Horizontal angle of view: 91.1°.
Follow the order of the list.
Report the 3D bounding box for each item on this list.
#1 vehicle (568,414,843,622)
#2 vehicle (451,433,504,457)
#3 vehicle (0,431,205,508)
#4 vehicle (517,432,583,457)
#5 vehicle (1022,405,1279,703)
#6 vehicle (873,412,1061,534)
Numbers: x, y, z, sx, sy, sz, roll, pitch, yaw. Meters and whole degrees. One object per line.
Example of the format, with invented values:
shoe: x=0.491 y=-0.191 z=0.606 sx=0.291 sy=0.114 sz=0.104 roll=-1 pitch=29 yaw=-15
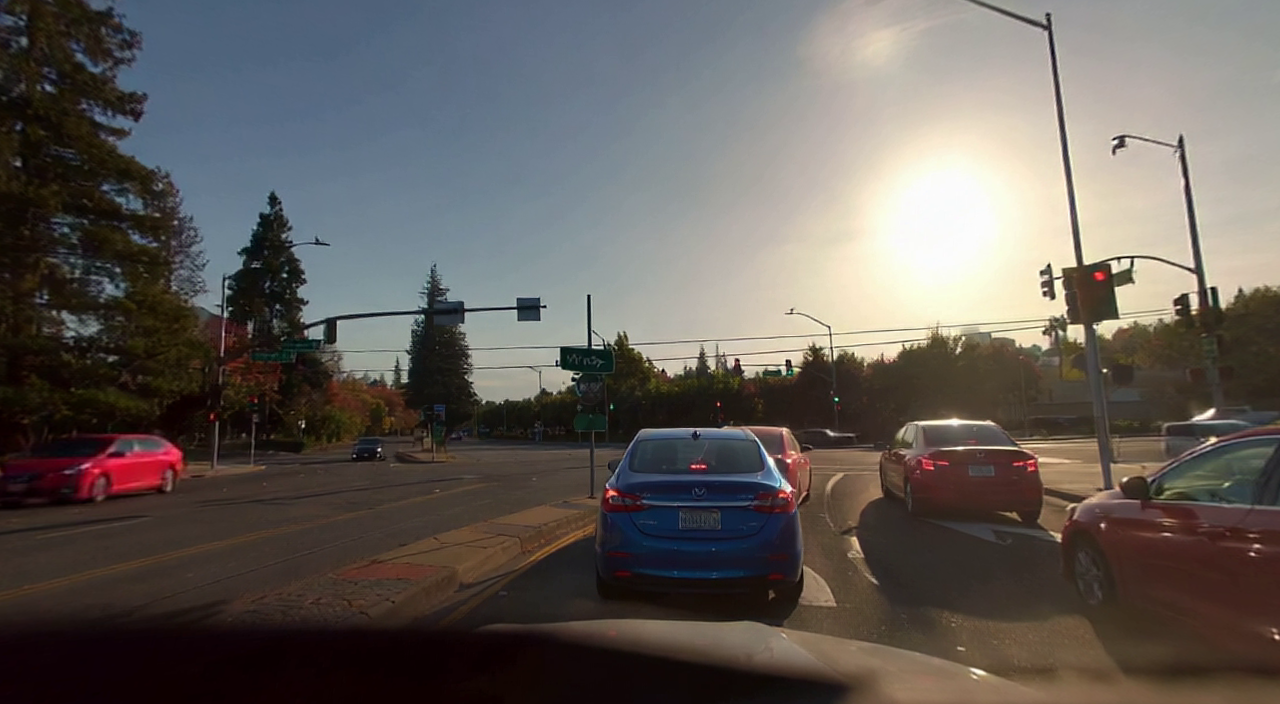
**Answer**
vehicle: x=0.844 y=1.500 z=6.694 sx=2.052 sy=1.483 sz=3.928 roll=-2 pitch=-8 yaw=12
vehicle: x=-12.511 y=7.123 z=48.186 sx=1.972 sy=1.705 sz=4.457 roll=8 pitch=-11 yaw=-44
vehicle: x=-12.266 y=2.601 z=14.451 sx=1.976 sy=1.458 sz=4.645 roll=2 pitch=-8 yaw=-12
vehicle: x=-6.005 y=6.109 z=41.533 sx=1.932 sy=1.573 sz=4.509 roll=8 pitch=-12 yaw=-44
vehicle: x=4.239 y=1.061 z=3.378 sx=1.954 sy=1.508 sz=4.441 roll=-1 pitch=-8 yaw=6
vehicle: x=5.519 y=2.054 z=11.296 sx=2.102 sy=1.717 sz=4.373 roll=-2 pitch=-9 yaw=16
